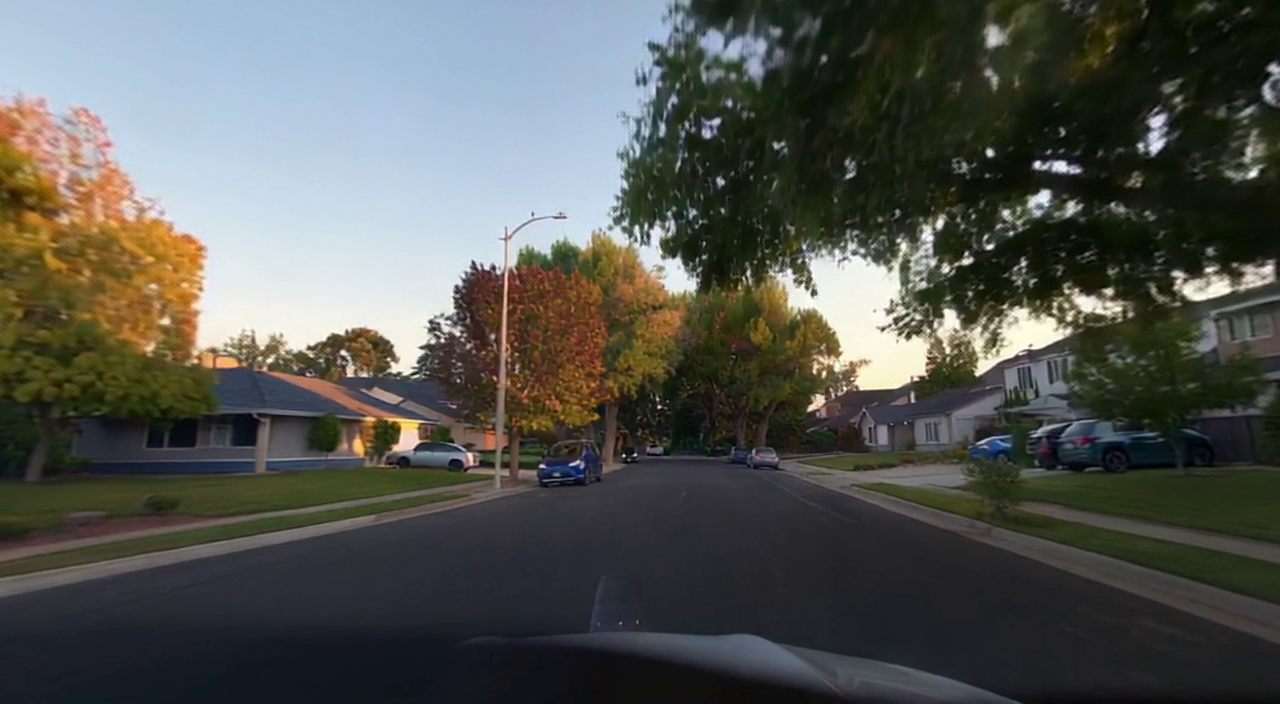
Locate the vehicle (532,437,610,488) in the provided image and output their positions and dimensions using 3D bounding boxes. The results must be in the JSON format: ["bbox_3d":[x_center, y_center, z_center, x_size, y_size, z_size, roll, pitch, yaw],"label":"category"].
[{"bbox_3d":[-2.675,4.427,25.822,2.215,1.859,4.765,-1,-8,6],"label":"vehicle"}]

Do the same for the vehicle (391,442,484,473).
[{"bbox_3d":[-10.332,5.388,32.414,4.376,1.458,2.046,2,-8,-17],"label":"vehicle"}]

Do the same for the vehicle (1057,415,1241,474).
[{"bbox_3d":[15.829,2.891,19.763,4.384,1.688,1.956,1,-8,-10],"label":"vehicle"}]

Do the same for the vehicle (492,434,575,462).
[{"bbox_3d":[-8.279,7.435,49.158,6.197,1.824,2.113,-1,-9,-11],"label":"vehicle"}]

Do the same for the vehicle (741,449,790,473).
[{"bbox_3d":[7.952,6.979,40.577,1.984,1.437,4.726,0,-9,-3],"label":"vehicle"}]
